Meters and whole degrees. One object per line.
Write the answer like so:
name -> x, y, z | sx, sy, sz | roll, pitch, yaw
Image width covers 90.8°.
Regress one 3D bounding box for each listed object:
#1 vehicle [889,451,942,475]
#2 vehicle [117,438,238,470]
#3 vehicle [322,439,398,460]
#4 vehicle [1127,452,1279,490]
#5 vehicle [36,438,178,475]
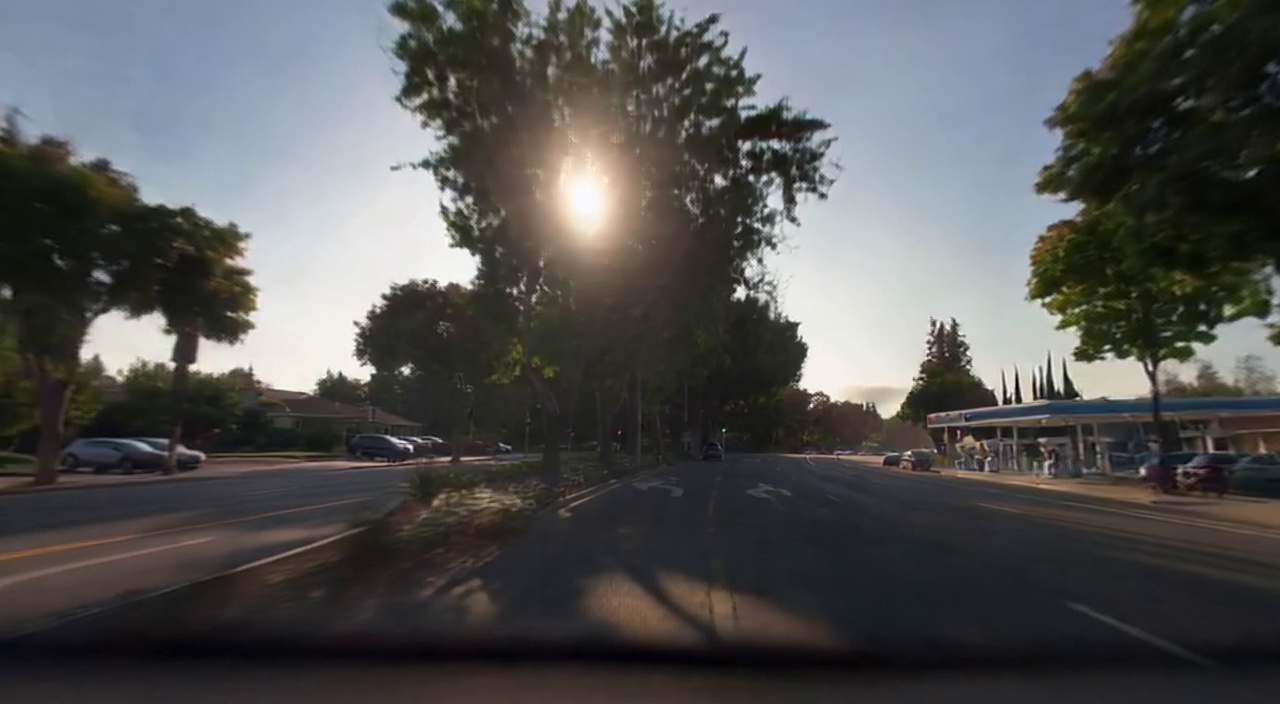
vehicle -> 18.149, 7.312, 41.807 | 2.099, 1.464, 4.615 | -1, -9, 9
vehicle -> -21.531, 4.749, 29.506 | 4.425, 1.438, 1.879 | -1, -9, 9
vehicle -> -19.188, 6.704, 43.356 | 4.343, 1.379, 1.851 | -1, -9, 8
vehicle -> 24.300, 5.099, 27.530 | 1.843, 1.455, 4.558 | 2, -9, -14
vehicle -> -21.866, 4.267, 25.980 | 4.520, 1.439, 1.919 | -1, -9, 11
